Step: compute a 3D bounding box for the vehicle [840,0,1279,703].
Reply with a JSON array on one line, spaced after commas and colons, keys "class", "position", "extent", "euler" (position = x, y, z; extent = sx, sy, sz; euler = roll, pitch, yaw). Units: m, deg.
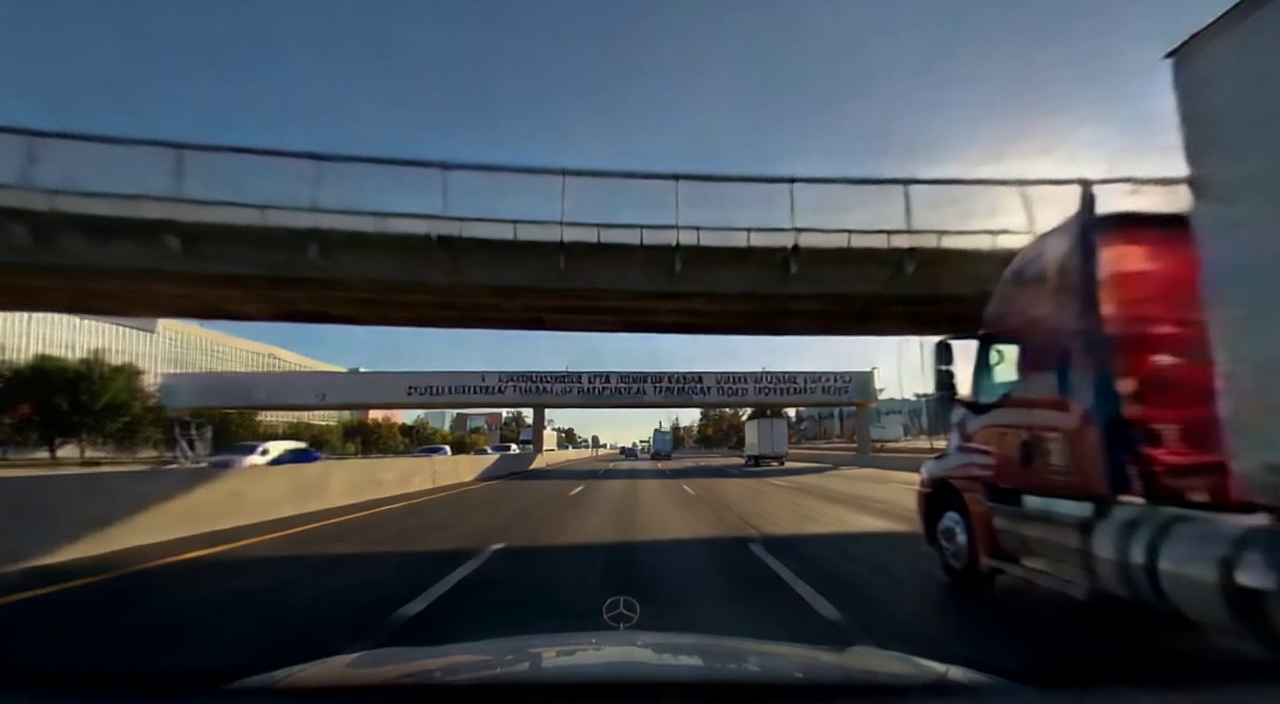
[{"class": "vehicle", "position": [3.335, -0.348, 1.700], "extent": [3.210, 4.239, 7.307], "euler": [0, -9, 1]}]

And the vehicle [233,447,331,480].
[{"class": "vehicle", "position": [-18.176, 5.674, 32.442], "extent": [2.085, 1.544, 4.950], "euler": [0, -9, 1]}]
